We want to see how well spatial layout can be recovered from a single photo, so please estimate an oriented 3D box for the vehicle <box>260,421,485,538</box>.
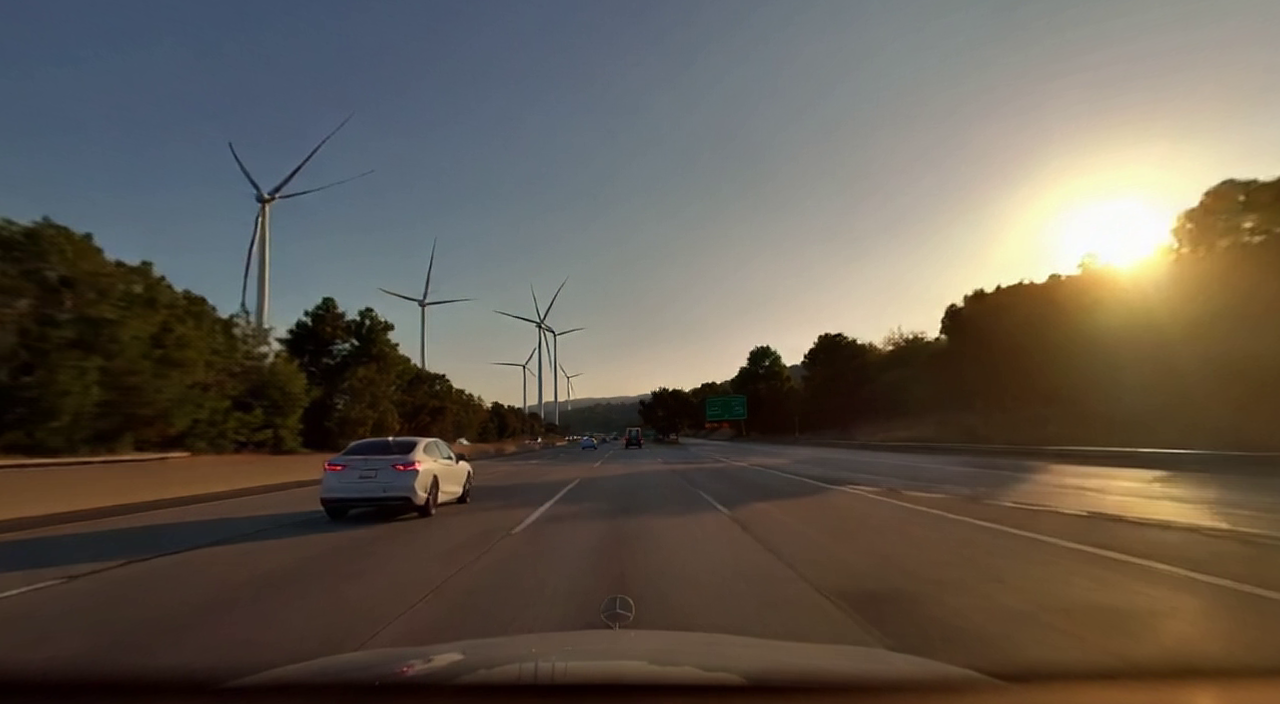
[{"bbox_3d":[-3.999,1.947,10.290,1.950,1.511,3.965,0,-8,-1],"label":"vehicle"}]
